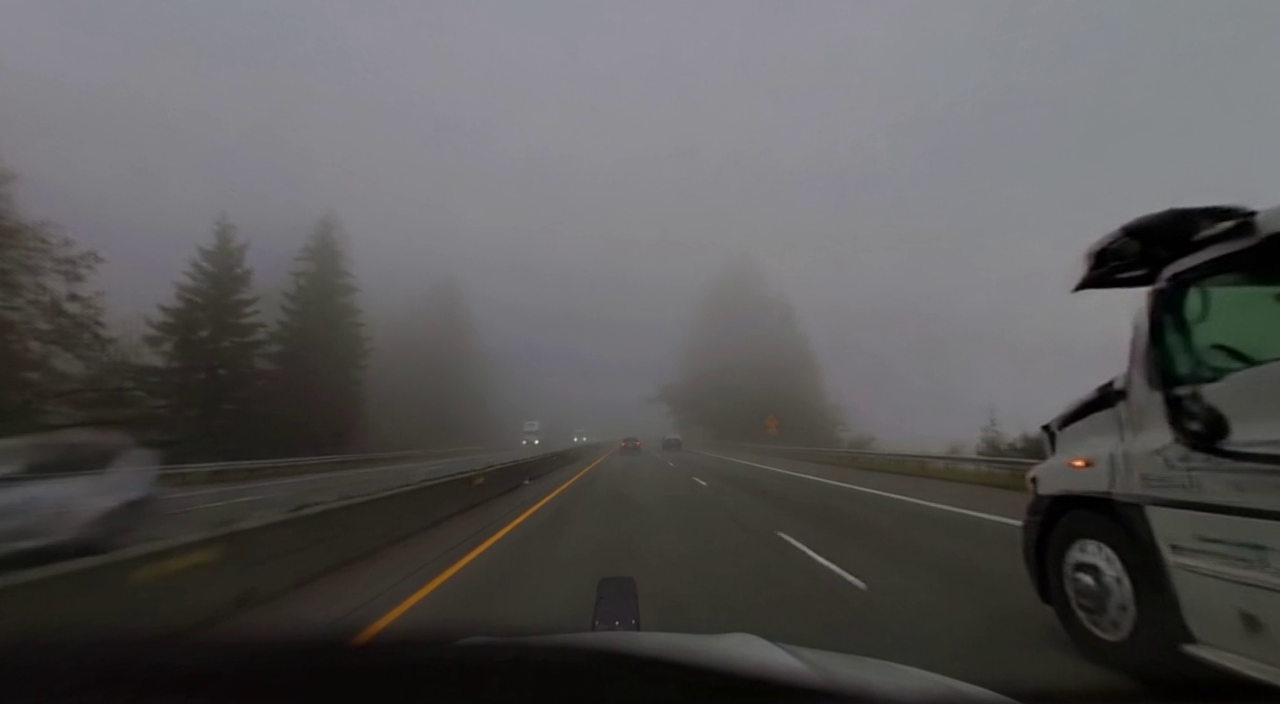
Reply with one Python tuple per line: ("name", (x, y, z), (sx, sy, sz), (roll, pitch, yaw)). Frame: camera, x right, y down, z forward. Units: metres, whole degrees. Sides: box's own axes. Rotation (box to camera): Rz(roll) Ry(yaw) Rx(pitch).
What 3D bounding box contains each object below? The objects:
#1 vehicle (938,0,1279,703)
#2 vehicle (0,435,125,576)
("vehicle", (3.893, -0.174, 1.559), (2.999, 4.013, 6.296), (0, -8, -1))
("vehicle", (-7.694, 1.571, 5.939), (1.977, 1.456, 4.489), (-3, -8, -1))
